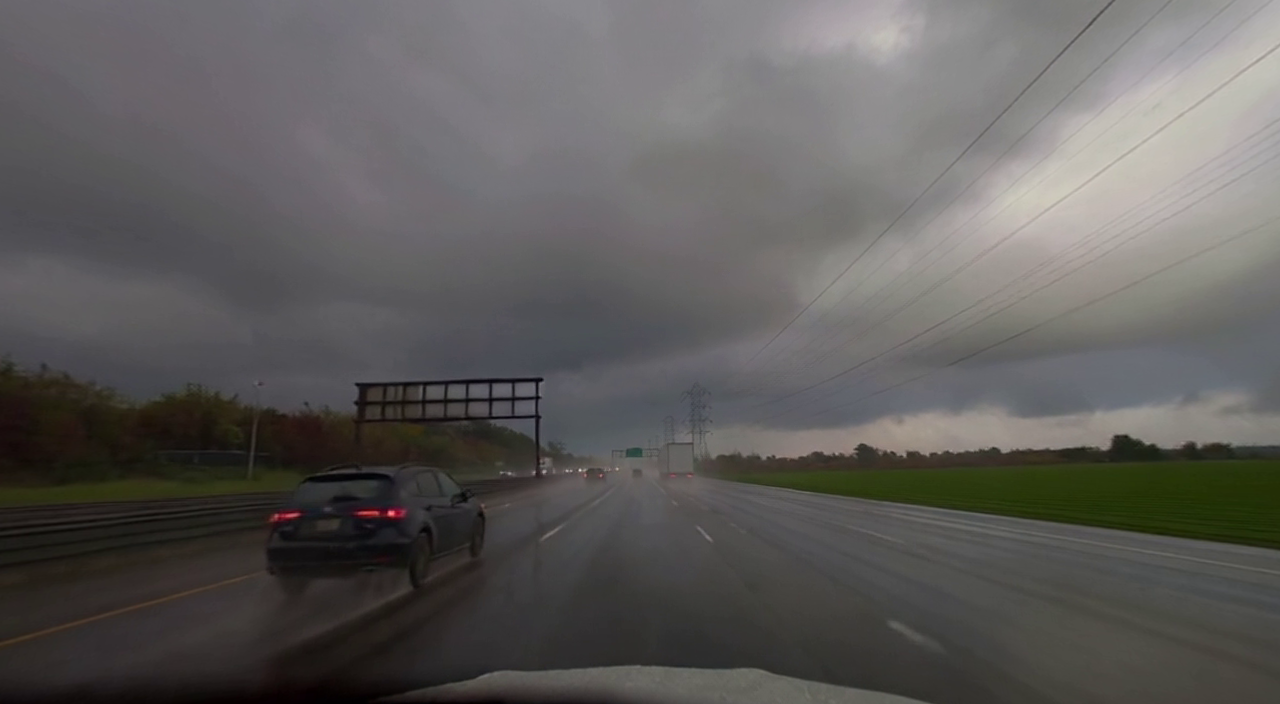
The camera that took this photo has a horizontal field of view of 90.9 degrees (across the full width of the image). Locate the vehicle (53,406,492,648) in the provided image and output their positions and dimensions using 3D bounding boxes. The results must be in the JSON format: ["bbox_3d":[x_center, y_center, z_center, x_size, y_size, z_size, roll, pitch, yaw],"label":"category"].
[{"bbox_3d":[-3.193,1.684,6.872,2.065,1.722,4.441,1,-11,0],"label":"vehicle"}]

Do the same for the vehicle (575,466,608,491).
[{"bbox_3d":[-3.289,8.683,43.390,1.942,1.597,3.943,1,-11,0],"label":"vehicle"}]
